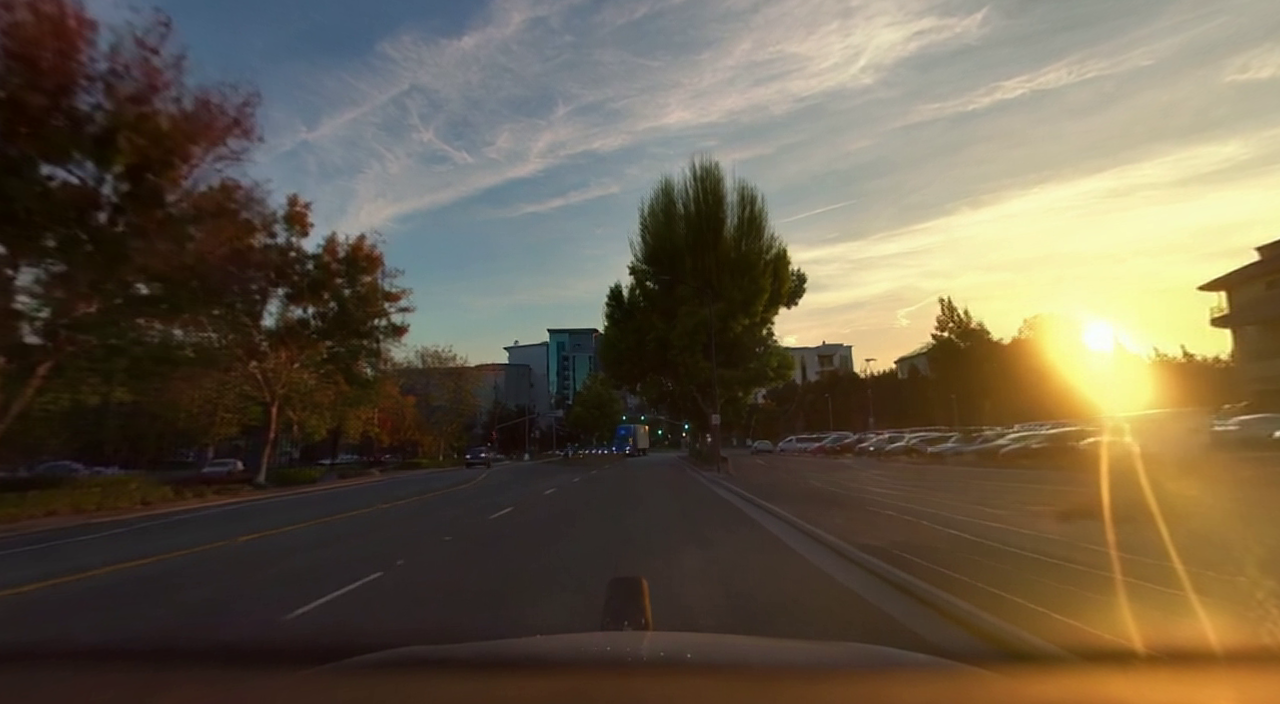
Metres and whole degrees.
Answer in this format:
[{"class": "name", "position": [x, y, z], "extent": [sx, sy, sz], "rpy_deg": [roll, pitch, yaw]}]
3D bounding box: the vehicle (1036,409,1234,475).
[{"class": "vehicle", "position": [16.336, 2.988, 20.953], "extent": [5.051, 2.038, 2.142], "rpy_deg": [1, -9, -9]}]

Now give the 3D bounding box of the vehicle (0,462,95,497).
[{"class": "vehicle", "position": [-29.015, 6.166, 30.735], "extent": [1.587, 1.496, 3.490], "rpy_deg": [0, -9, 3]}]

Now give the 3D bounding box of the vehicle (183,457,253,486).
[{"class": "vehicle", "position": [-30.068, 8.499, 45.047], "extent": [1.967, 1.877, 4.256], "rpy_deg": [0, -9, 0]}]
